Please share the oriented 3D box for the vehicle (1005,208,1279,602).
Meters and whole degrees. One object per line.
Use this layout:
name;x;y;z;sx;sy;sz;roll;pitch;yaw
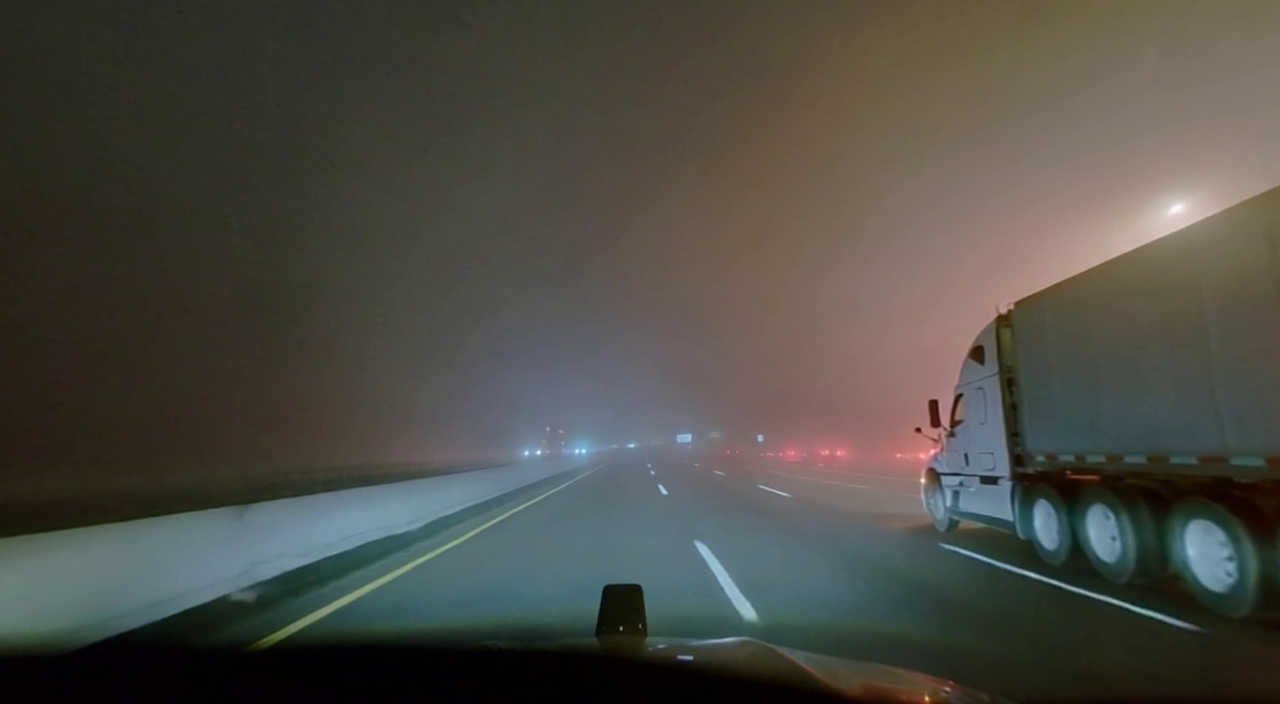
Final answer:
vehicle;6.601;0.425;5.103;2.690;3.197;7.515;0;-9;0
